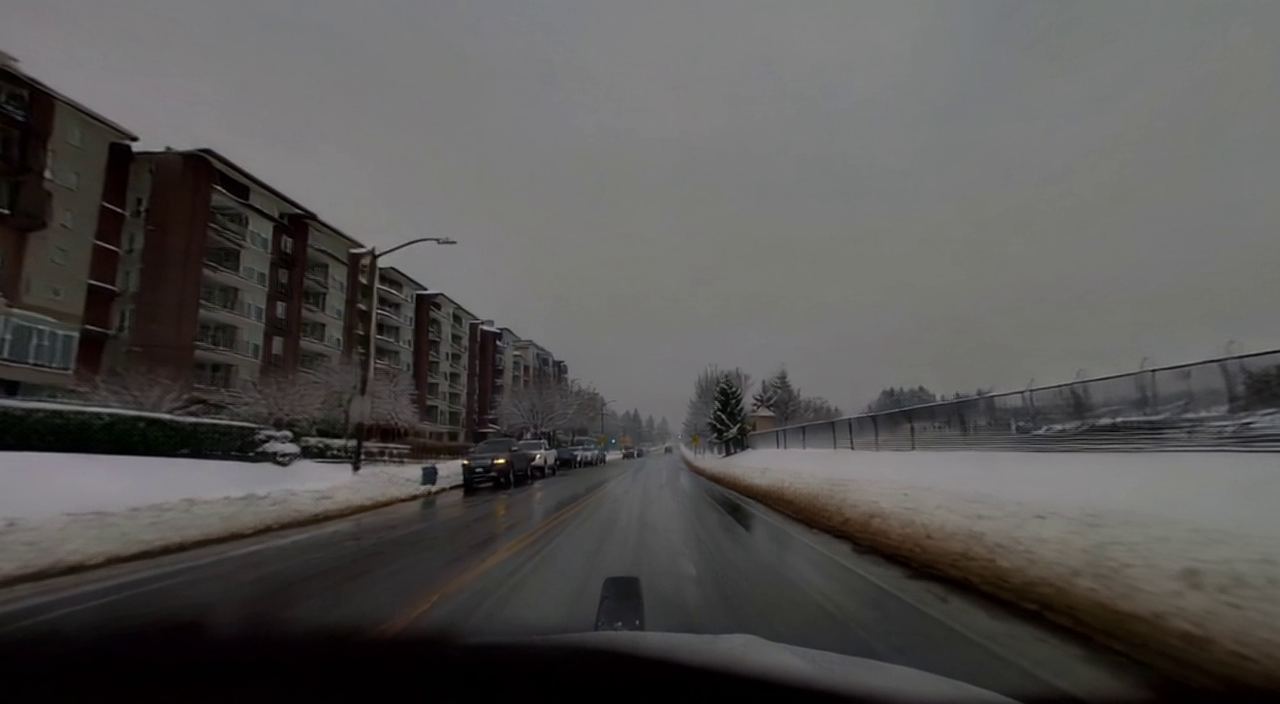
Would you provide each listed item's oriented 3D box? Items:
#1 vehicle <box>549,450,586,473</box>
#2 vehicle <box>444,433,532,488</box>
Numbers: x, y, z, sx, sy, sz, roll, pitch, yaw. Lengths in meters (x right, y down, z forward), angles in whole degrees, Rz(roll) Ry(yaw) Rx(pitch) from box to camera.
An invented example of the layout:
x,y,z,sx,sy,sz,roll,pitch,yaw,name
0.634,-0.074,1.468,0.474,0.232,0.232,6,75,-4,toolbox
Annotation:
x,y,z,sx,sy,sz,roll,pitch,yaw,name
-5.228,7.961,46.178,1.914,1.417,4.750,2,-8,3,vehicle
-6.100,4.434,26.104,2.192,1.965,4.917,2,-9,2,vehicle
